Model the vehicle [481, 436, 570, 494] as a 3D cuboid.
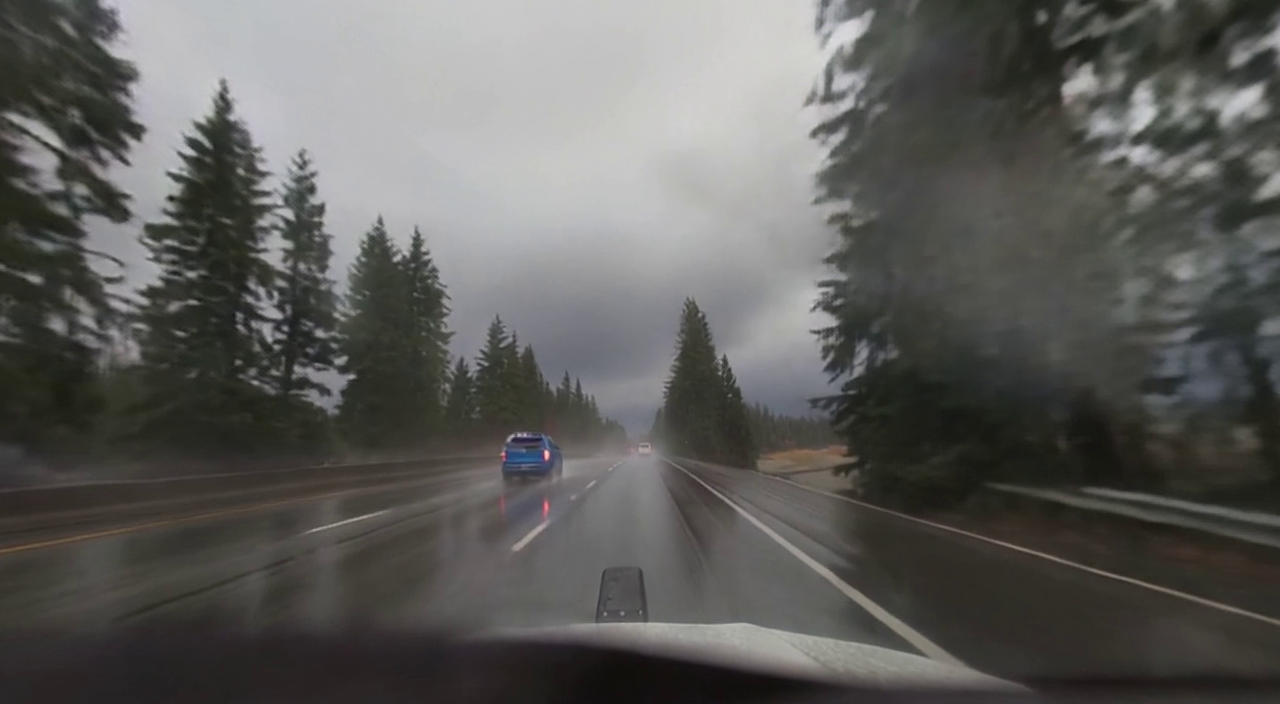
[{"bbox_3d":[-3.739,3.753,21.382,2.084,1.752,4.479,0,-8,2],"label":"vehicle"}]
